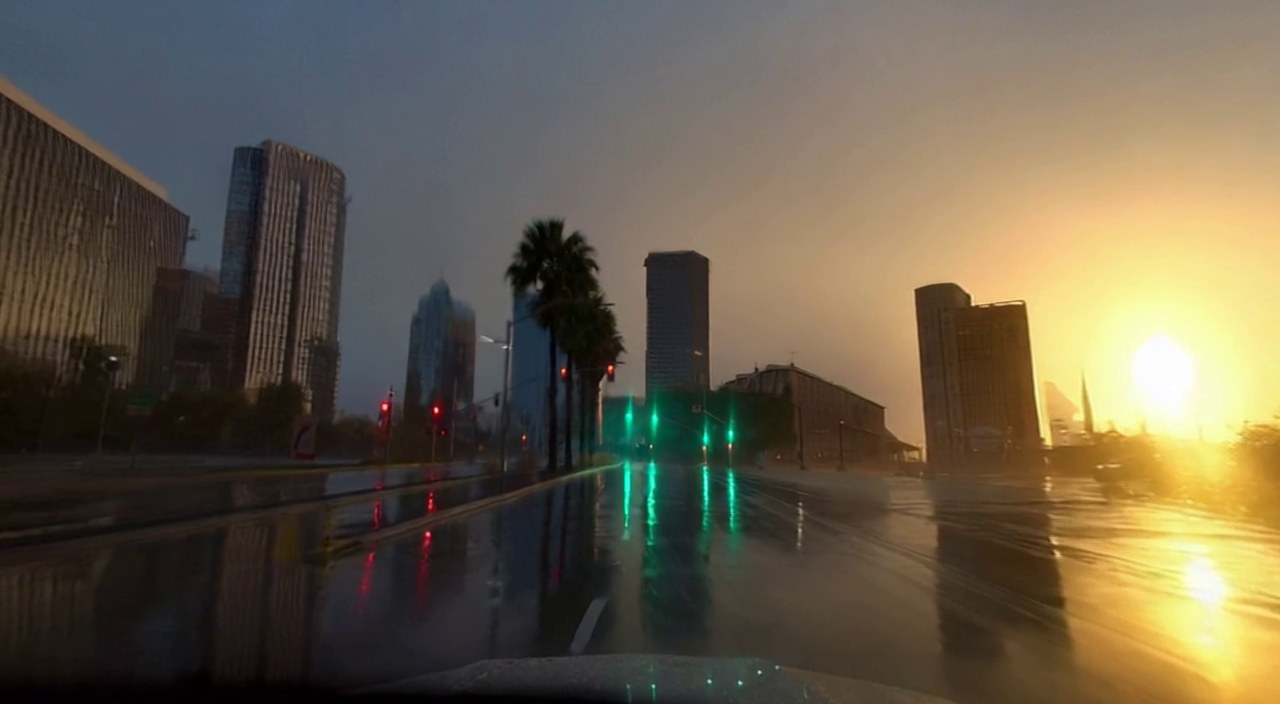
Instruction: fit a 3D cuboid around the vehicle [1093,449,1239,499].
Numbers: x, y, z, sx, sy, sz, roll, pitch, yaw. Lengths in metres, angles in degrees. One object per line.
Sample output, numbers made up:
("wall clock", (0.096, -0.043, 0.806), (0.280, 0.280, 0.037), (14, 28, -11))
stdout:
("vehicle", (28.988, 6.913, 35.115), (2.599, 2.380, 6.013), (-1, -14, -2))
